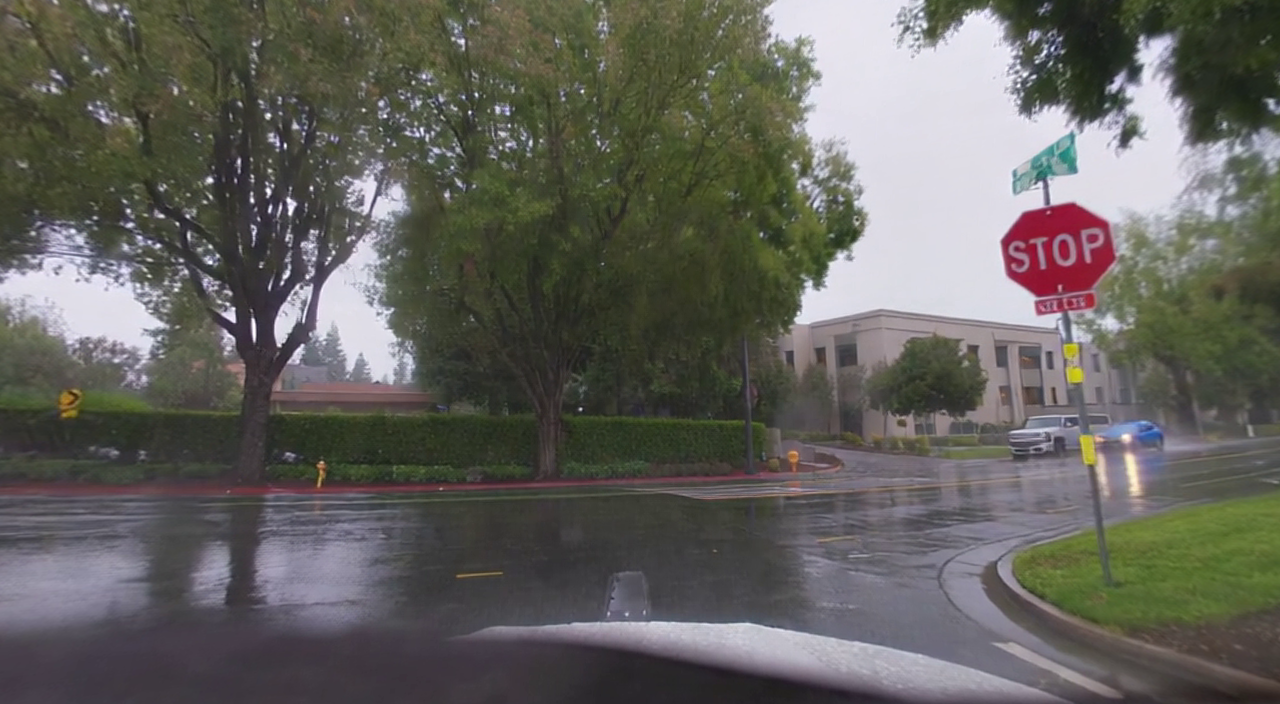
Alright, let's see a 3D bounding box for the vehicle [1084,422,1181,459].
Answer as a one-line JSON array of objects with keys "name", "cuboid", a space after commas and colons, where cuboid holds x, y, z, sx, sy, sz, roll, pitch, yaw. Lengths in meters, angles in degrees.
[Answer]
[{"name": "vehicle", "cuboid": [21.549, 3.888, 27.526, 4.473, 1.474, 2.108, 6, -10, -36]}]
